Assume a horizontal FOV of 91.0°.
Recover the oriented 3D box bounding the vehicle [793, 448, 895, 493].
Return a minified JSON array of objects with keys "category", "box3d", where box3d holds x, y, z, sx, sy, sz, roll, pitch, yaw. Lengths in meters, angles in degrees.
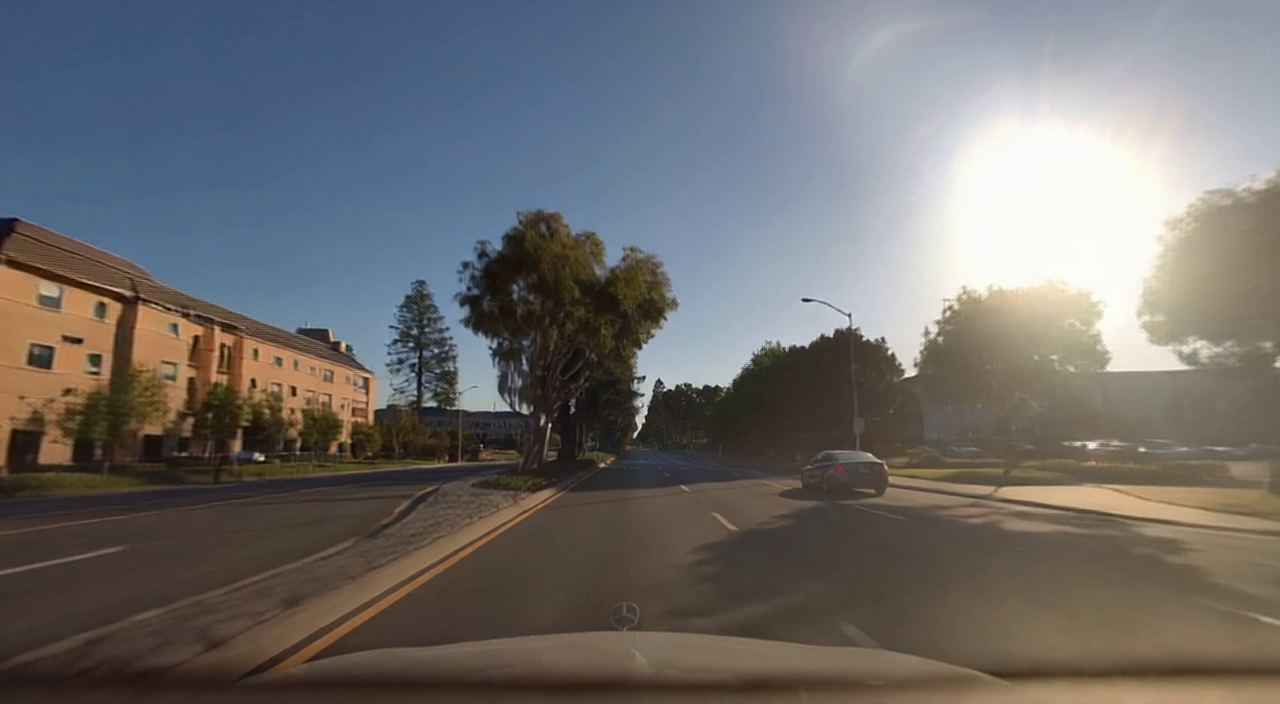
[{"category":"vehicle","box3d":[7.084,4.156,22.452,2.054,1.421,4.487,0,-9,-1]}]
